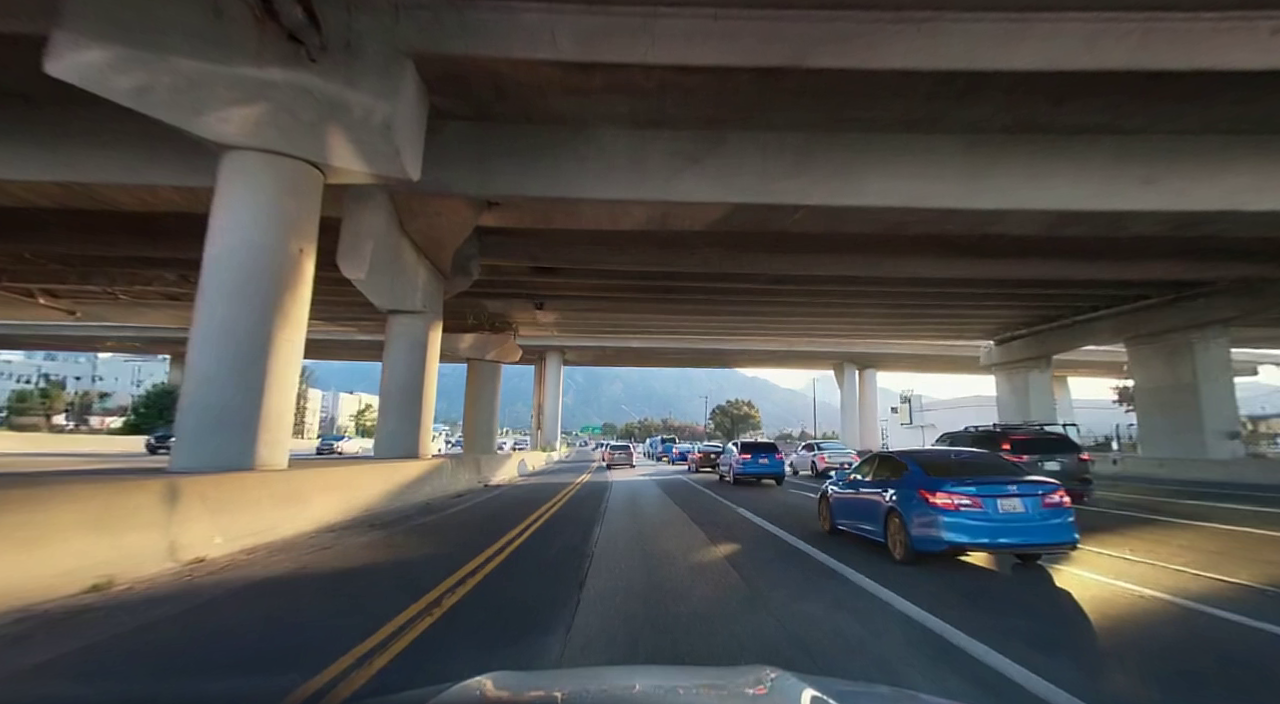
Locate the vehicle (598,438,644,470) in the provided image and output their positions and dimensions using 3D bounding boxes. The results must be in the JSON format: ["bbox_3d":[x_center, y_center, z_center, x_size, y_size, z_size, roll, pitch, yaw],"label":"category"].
[{"bbox_3d":[-0.993,5.346,33.211,2.266,1.549,3.978,0,-8,-2],"label":"vehicle"}]

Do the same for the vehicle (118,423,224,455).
[{"bbox_3d":[-29.075,5.480,39.476,2.322,1.825,5.698,0,-8,-1],"label":"vehicle"}]

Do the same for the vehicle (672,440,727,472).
[{"bbox_3d":[2.862,5.148,31.424,2.074,1.455,4.646,0,-8,-3],"label":"vehicle"}]

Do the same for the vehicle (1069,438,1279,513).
[{"bbox_3d":[13.023,2.812,15.027,1.878,1.459,4.742,1,-9,-7],"label":"vehicle"}]

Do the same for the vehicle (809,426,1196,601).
[{"bbox_3d":[3.707,1.716,7.710,1.944,1.466,4.540,0,-8,-1],"label":"vehicle"}]

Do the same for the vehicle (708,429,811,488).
[{"bbox_3d":[3.838,3.566,21.448,2.276,1.739,5.040,0,-8,-3],"label":"vehicle"}]
